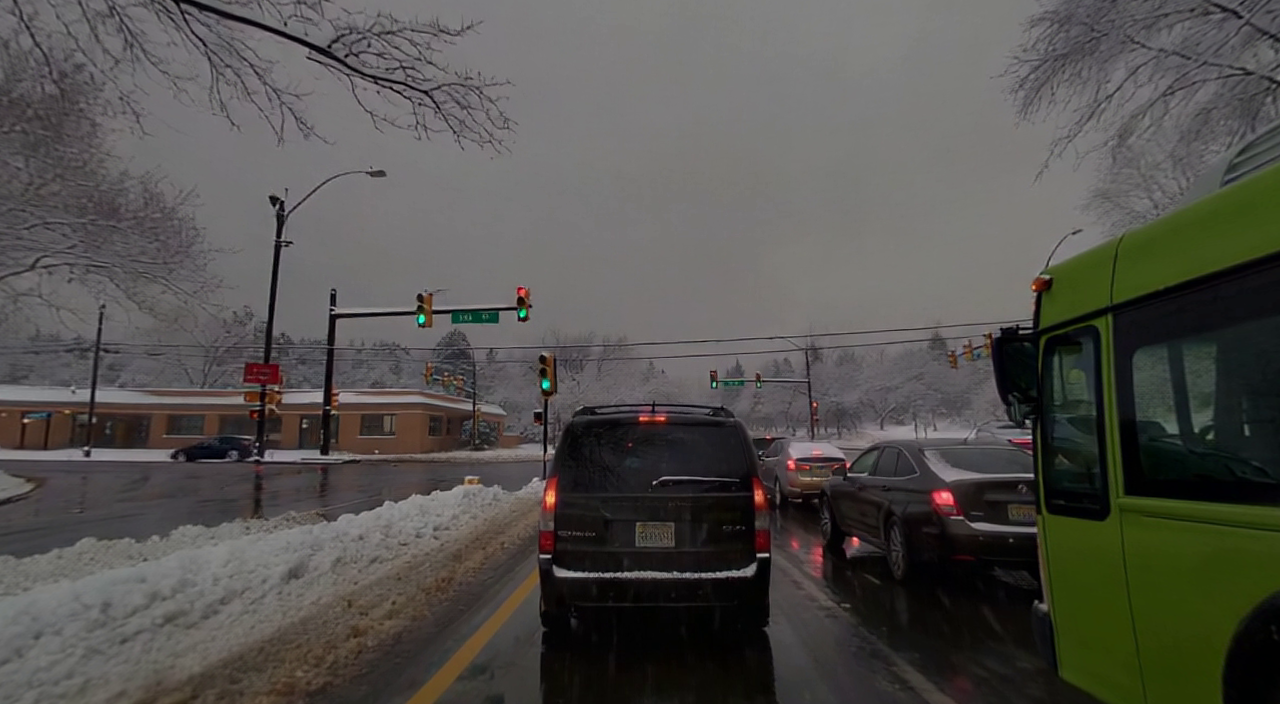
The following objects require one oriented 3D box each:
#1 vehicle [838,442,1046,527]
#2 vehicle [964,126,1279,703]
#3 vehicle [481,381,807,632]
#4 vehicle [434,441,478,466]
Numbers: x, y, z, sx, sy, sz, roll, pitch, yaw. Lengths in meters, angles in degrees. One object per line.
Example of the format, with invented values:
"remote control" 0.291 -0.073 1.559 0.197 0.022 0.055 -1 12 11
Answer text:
"vehicle" 5.969 2.637 13.221 1.987 1.457 4.675 0 -8 -1
"vehicle" 2.606 0.316 0.422 2.037 2.065 5.037 0 -8 0
"vehicle" 0.004 1.474 7.003 2.381 1.842 4.603 0 -8 -1
"vehicle" -13.322 7.373 45.761 1.924 1.720 4.097 0 -9 1
